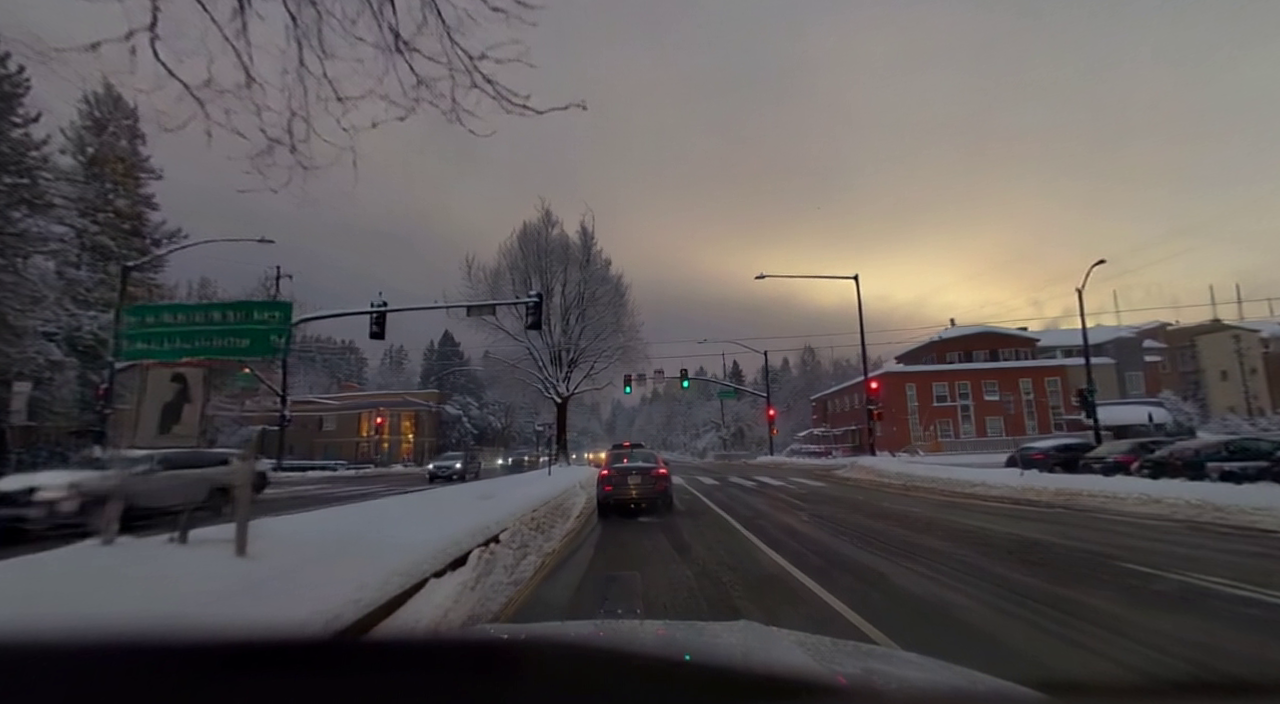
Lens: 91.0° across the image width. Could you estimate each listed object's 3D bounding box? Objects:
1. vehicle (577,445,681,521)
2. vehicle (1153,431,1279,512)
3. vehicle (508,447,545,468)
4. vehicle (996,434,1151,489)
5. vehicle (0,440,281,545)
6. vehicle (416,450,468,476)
[{"bbox_3d":[-0.270,2.850,14.288,2.010,1.447,4.121,0,-9,-1],"label":"vehicle"},{"bbox_3d":[13.088,2.403,12.878,1.859,1.525,3.948,0,-9,1],"label":"vehicle"},{"bbox_3d":[-8.600,8.008,48.003,1.966,1.571,4.479,0,-9,1],"label":"vehicle"},{"bbox_3d":[13.072,3.312,19.336,1.887,1.504,3.898,0,-9,-2],"label":"vehicle"},{"bbox_3d":[-8.710,2.345,11.240,1.994,1.474,4.411,0,-9,0],"label":"vehicle"},{"bbox_3d":[-12.384,6.956,39.598,1.904,1.475,4.068,0,-9,1],"label":"vehicle"}]
